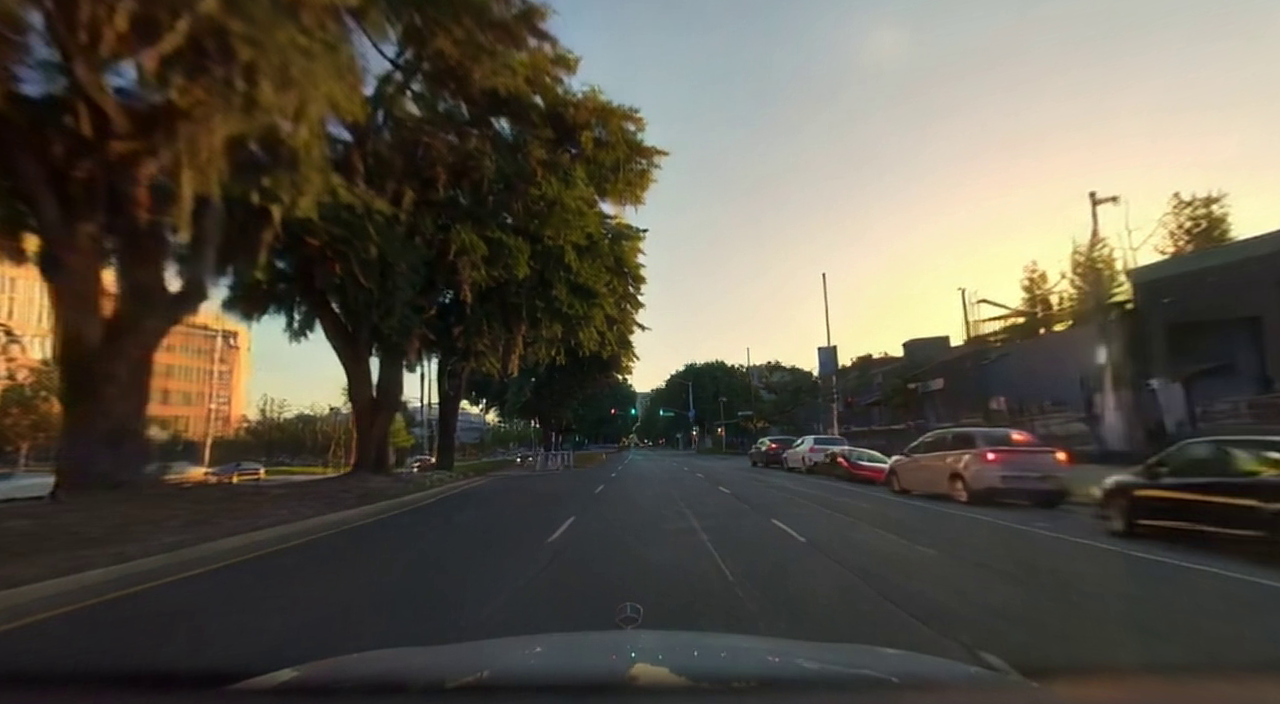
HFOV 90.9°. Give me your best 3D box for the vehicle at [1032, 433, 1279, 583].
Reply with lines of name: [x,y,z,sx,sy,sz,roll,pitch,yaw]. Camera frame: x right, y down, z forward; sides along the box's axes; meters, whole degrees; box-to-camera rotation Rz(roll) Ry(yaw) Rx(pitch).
vehicle: [7.139,1.718,7.491,1.850,1.448,4.844,0,-8,0]

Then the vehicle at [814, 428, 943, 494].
vehicle: [7.200,3.341,19.718,2.089,1.788,4.817,0,-8,-1]

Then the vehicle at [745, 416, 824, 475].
vehicle: [7.317,4.878,33.001,2.391,2.750,6.853,0,-8,-1]

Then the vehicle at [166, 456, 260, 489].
vehicle: [-22.124,6.228,32.878,1.922,1.545,4.178,-1,-8,1]

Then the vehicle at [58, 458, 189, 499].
vehicle: [-22.340,5.447,27.577,1.821,1.496,4.724,0,-8,-1]

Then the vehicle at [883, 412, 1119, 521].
vehicle: [7.146,2.319,13.248,2.200,1.860,4.511,0,-8,-1]
